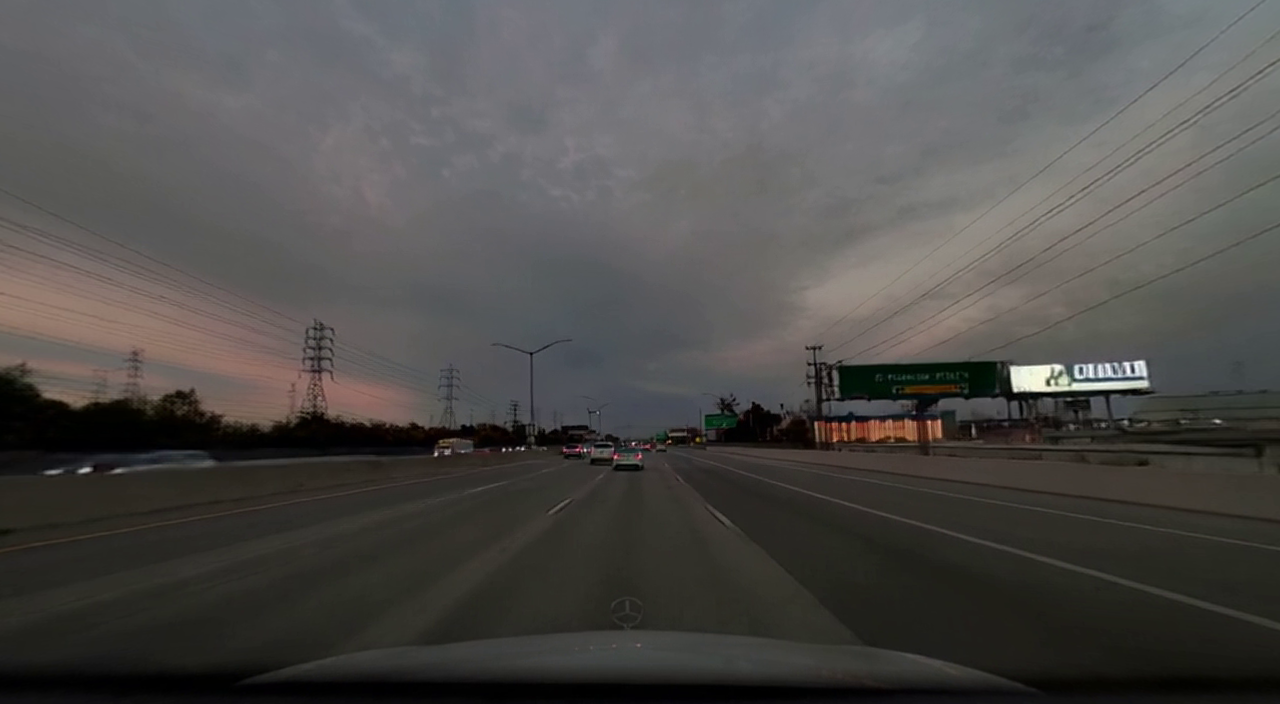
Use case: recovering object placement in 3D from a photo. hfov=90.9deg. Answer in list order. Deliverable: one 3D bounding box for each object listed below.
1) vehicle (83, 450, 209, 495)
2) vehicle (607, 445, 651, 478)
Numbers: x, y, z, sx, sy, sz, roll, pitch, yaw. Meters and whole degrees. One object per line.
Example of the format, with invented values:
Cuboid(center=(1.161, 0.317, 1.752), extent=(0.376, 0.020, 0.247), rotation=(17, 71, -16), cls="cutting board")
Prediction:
Cuboid(center=(-16.466, 4.006, 21.238), extent=(1.512, 1.346, 3.310), rotation=(0, -9, 1), cls="vehicle")
Cuboid(center=(-0.442, 5.131, 29.849), extent=(1.891, 1.444, 3.968), rotation=(0, -9, 2), cls="vehicle")
